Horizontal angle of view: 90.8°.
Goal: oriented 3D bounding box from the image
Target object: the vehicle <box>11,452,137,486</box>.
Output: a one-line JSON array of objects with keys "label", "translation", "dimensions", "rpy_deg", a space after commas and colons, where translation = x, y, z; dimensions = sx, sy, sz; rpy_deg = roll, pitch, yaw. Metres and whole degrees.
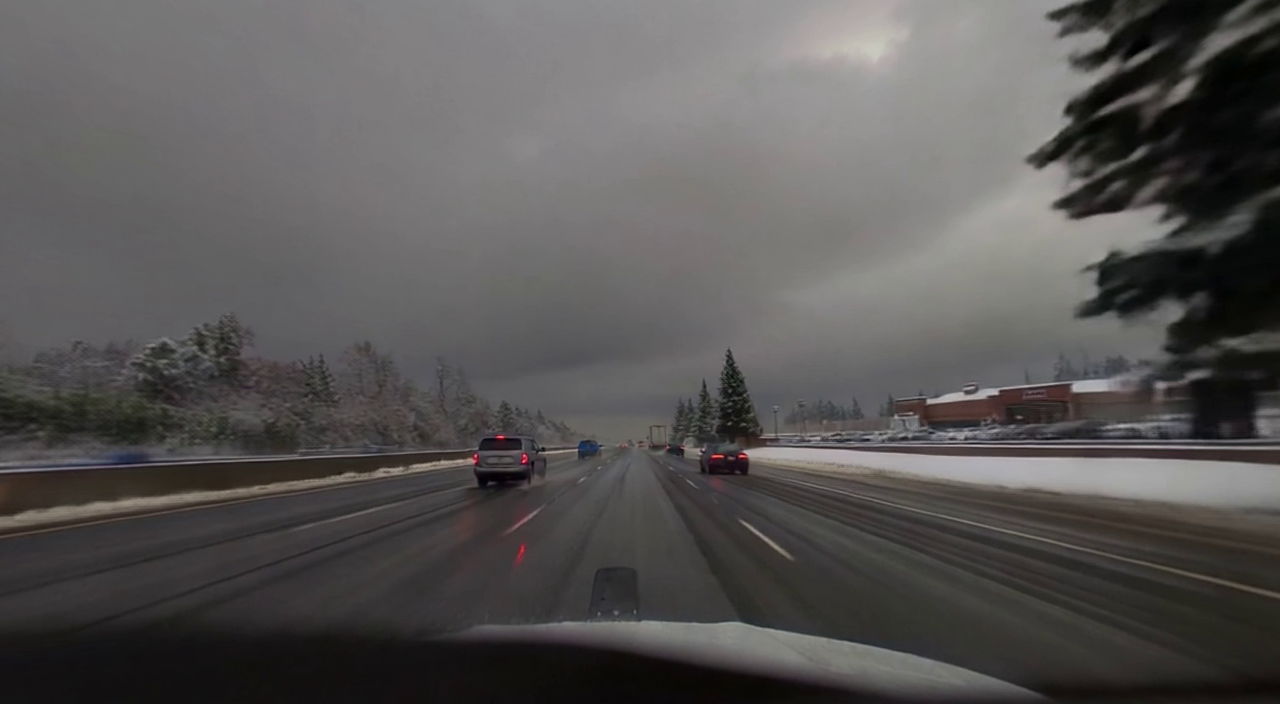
[{"label": "vehicle", "translation": [-27.983, 5.756, 31.468], "dimensions": [1.949, 1.470, 4.676], "rpy_deg": [0, -8, 0]}]

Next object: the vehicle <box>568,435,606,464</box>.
[{"label": "vehicle", "translation": [-3.867, 7.308, 47.427], "dimensions": [2.410, 1.981, 5.355], "rpy_deg": [0, -8, 0]}]

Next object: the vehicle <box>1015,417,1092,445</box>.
[{"label": "vehicle", "translation": [32.367, 6.250, 49.689], "dimensions": [2.264, 1.993, 5.565], "rpy_deg": [-1, -9, 0]}]

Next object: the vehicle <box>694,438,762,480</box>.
[{"label": "vehicle", "translation": [3.464, 4.315, 25.804], "dimensions": [1.957, 1.510, 4.643], "rpy_deg": [0, -8, -2]}]

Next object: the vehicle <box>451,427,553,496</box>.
[{"label": "vehicle", "translation": [-3.910, 3.185, 18.703], "dimensions": [1.987, 1.765, 4.508], "rpy_deg": [0, -8, 0]}]

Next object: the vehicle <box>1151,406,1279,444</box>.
[{"label": "vehicle", "translation": [32.512, 4.224, 35.805], "dimensions": [2.133, 1.930, 5.924], "rpy_deg": [-1, -8, 0]}]

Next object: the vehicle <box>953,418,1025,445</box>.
[{"label": "vehicle", "translation": [27.433, 6.376, 49.950], "dimensions": [2.098, 1.922, 6.223], "rpy_deg": [-1, -9, -1]}]
